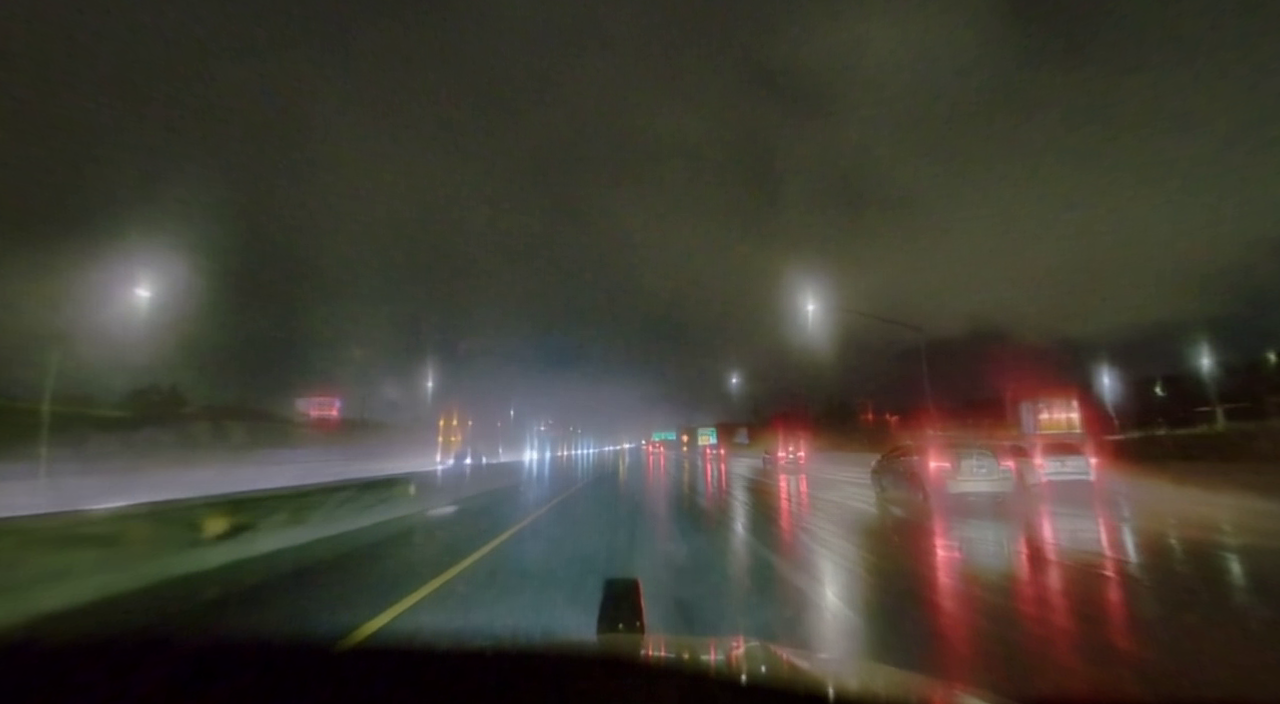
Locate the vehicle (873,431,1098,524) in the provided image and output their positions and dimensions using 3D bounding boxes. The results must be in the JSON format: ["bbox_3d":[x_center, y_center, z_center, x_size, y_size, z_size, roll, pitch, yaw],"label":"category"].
[{"bbox_3d":[6.724,2.479,13.066,1.901,1.548,4.684,0,-9,-1],"label":"vehicle"}]
